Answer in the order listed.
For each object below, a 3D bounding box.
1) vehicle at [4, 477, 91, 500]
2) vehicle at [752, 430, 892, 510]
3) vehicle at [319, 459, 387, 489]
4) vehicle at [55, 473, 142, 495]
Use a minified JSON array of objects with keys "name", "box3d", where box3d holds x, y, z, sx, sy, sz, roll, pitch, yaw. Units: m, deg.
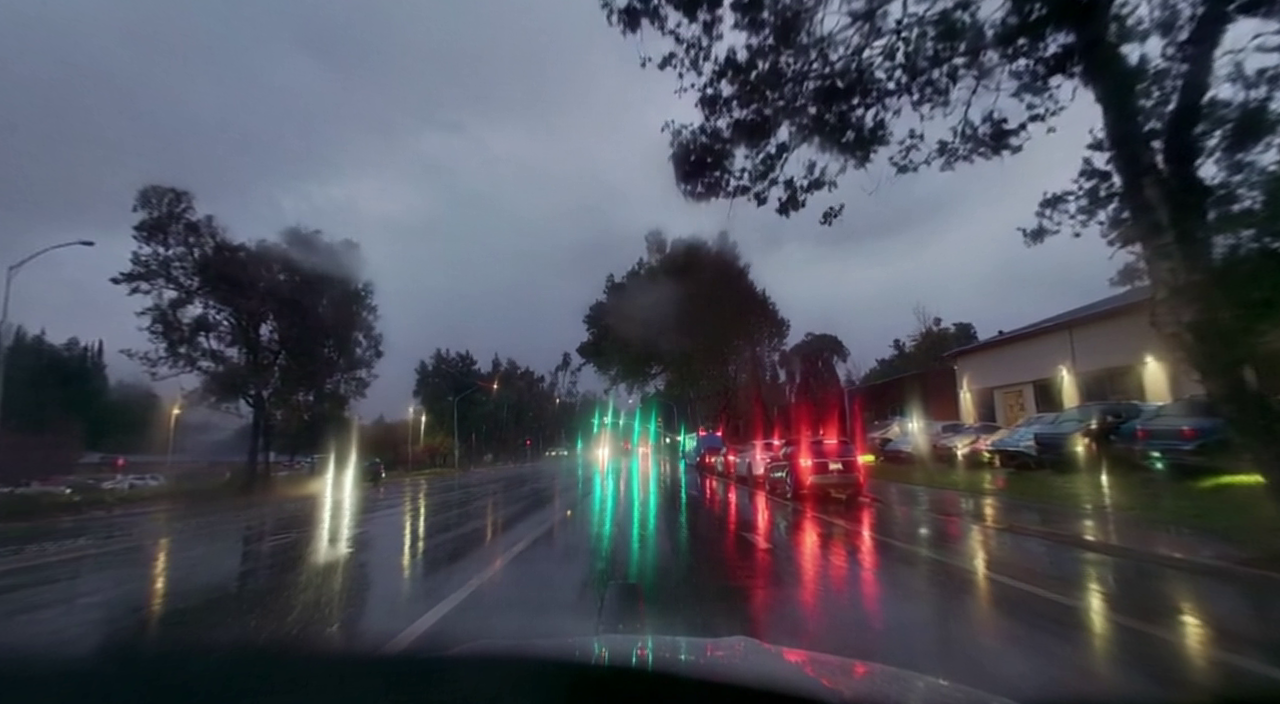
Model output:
[{"name":"vehicle","box3d":[-42.201,9.722,45.016,4.357,1.435,1.816,0,-9,1]},{"name":"vehicle","box3d":[4.438,2.953,16.328,2.094,1.731,4.763,0,-9,-1]},{"name":"vehicle","box3d":[-19.576,8.331,43.392,2.166,1.804,4.897,-1,-9,3]},{"name":"vehicle","box3d":[-41.410,10.096,48.423,4.609,1.553,2.129,0,-9,-2]}]
